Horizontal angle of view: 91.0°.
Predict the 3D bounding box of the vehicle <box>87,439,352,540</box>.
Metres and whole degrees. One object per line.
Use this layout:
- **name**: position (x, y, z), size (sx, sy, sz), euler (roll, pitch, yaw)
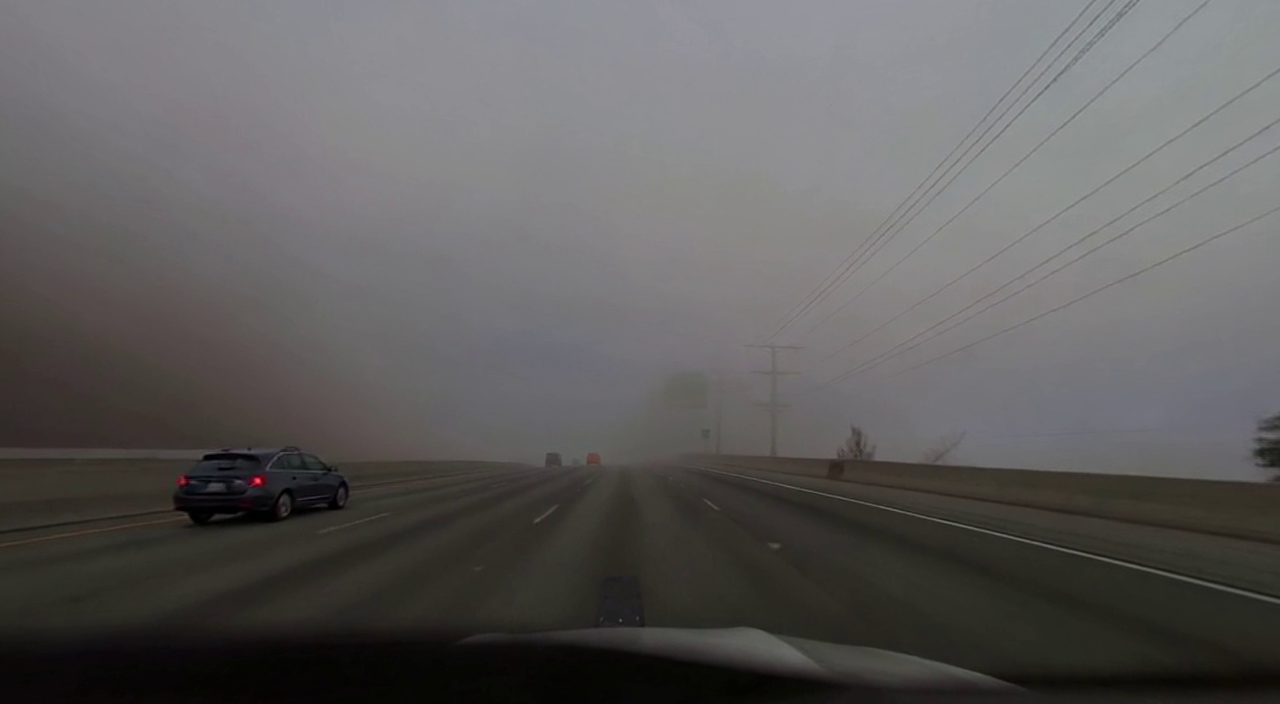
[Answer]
- **vehicle**: position (-7.421, 2.432, 11.799), size (1.999, 1.527, 4.238), euler (0, -9, 0)
